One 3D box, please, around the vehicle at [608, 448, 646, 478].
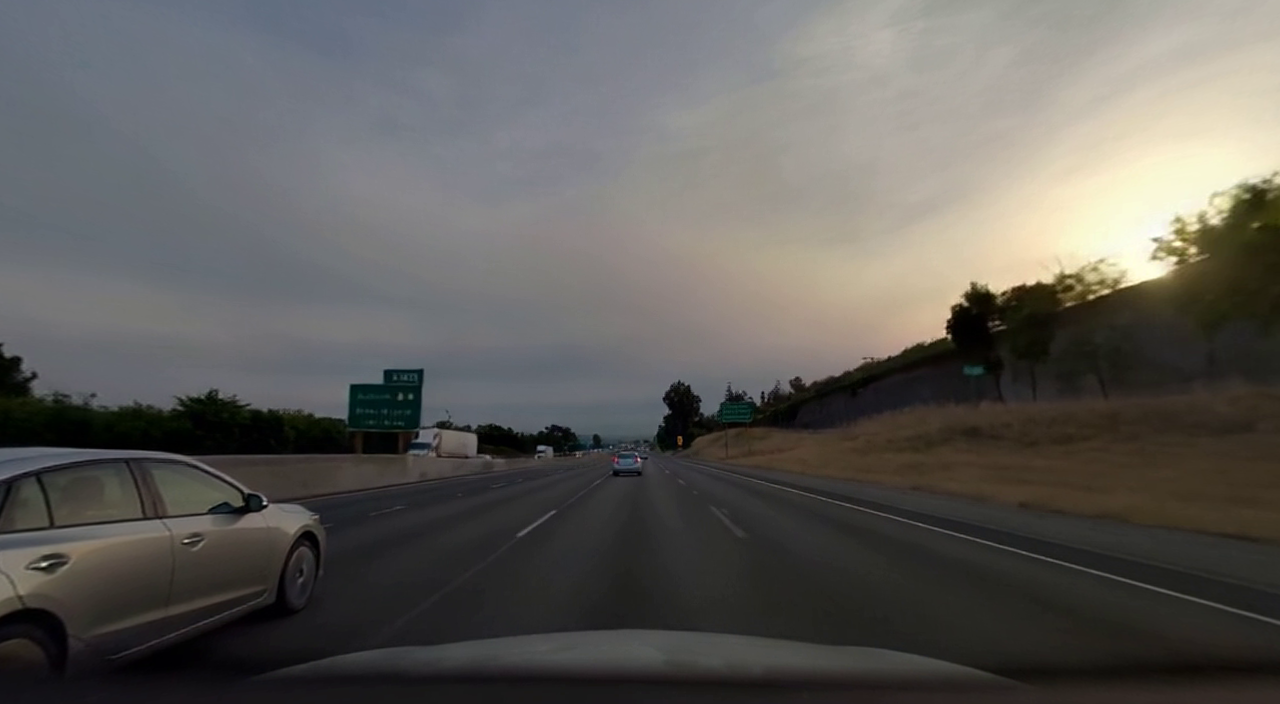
[{"bbox_3d":[-0.647,6.000,34.227,1.908,1.515,3.871,0,-9,1],"label":"vehicle"}]
